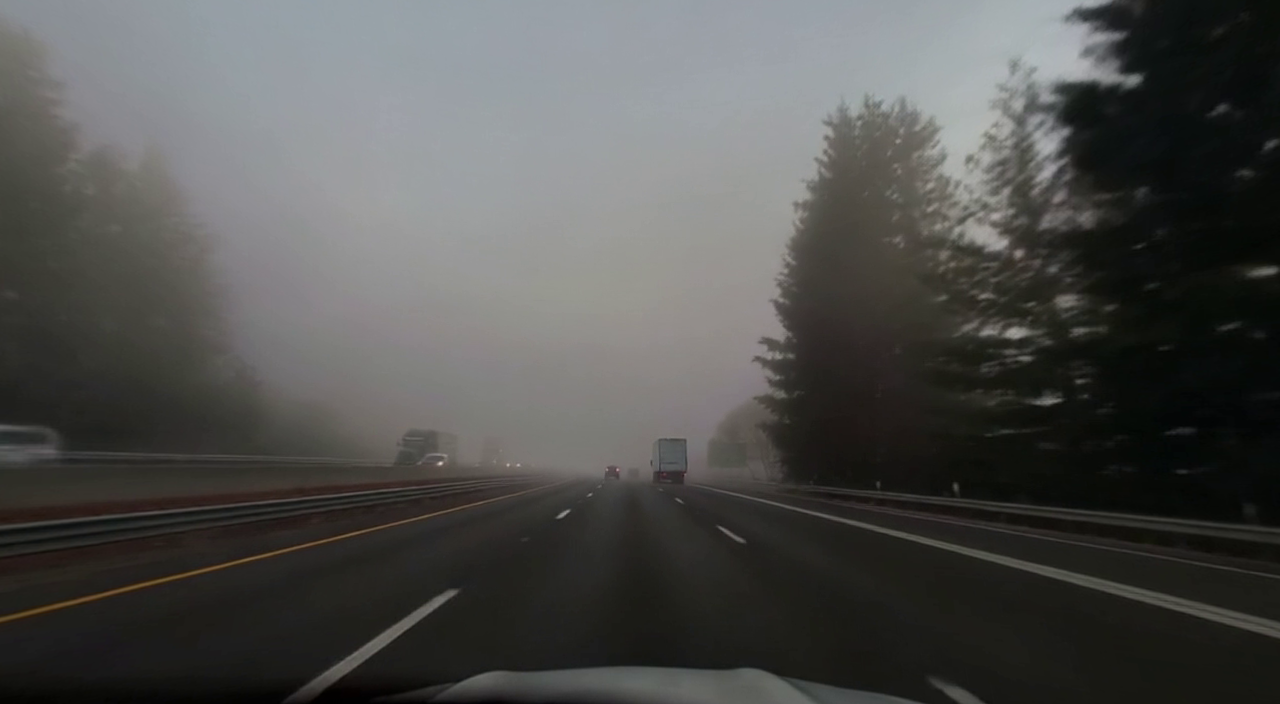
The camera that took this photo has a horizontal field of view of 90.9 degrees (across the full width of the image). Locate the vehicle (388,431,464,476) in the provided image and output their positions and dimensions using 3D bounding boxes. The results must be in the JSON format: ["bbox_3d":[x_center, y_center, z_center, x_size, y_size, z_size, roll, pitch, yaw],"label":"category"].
[{"bbox_3d":[-12.345,6.044,36.919,2.336,2.353,6.170,1,-11,-1],"label":"vehicle"}]
